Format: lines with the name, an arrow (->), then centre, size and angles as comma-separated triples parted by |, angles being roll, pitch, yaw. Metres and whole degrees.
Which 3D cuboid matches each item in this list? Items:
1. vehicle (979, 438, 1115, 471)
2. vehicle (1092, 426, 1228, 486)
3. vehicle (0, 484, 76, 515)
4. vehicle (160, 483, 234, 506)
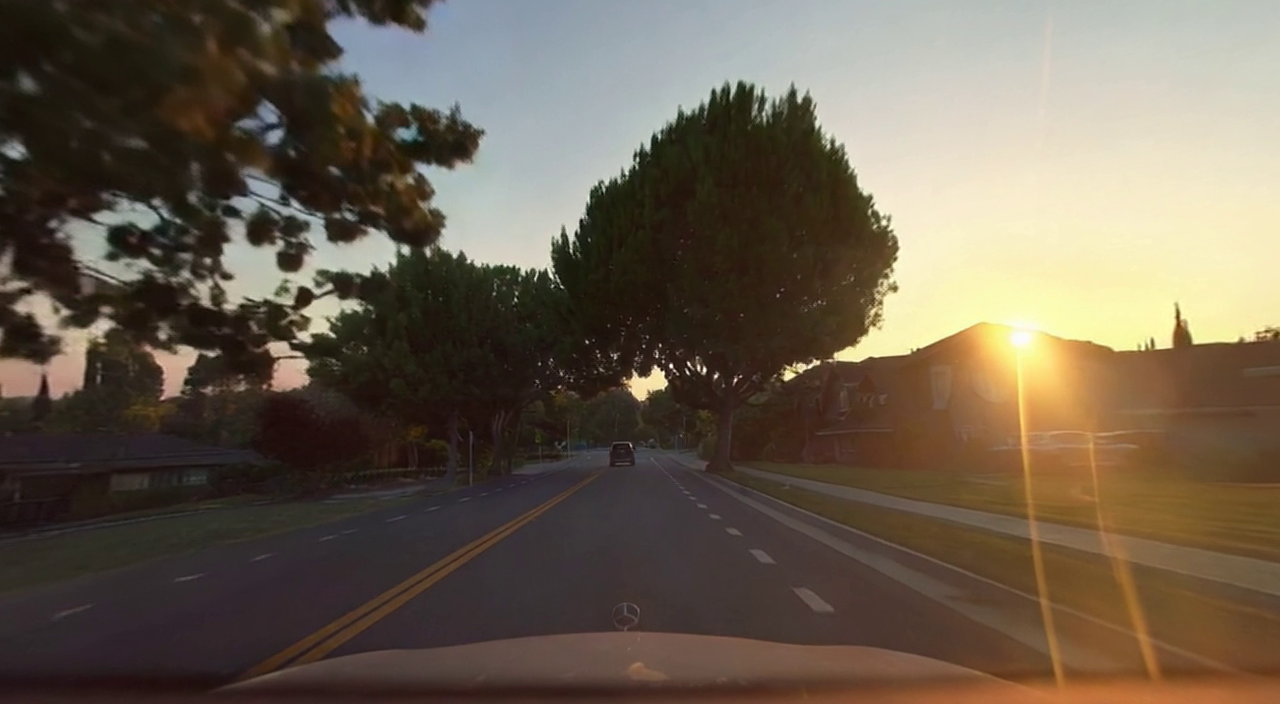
vehicle -> 14.472, 3.690, 22.836 | 1.987, 1.039, 4.499 | 0, -9, 0
vehicle -> 17.843, 3.572, 21.903 | 1.999, 1.901, 3.073 | 0, -9, 0
vehicle -> -30.996, 7.418, 31.857 | 3.502, 1.310, 1.729 | 0, -8, 5
vehicle -> -29.470, 9.471, 42.072 | 3.675, 1.432, 1.636 | 0, -9, 3
